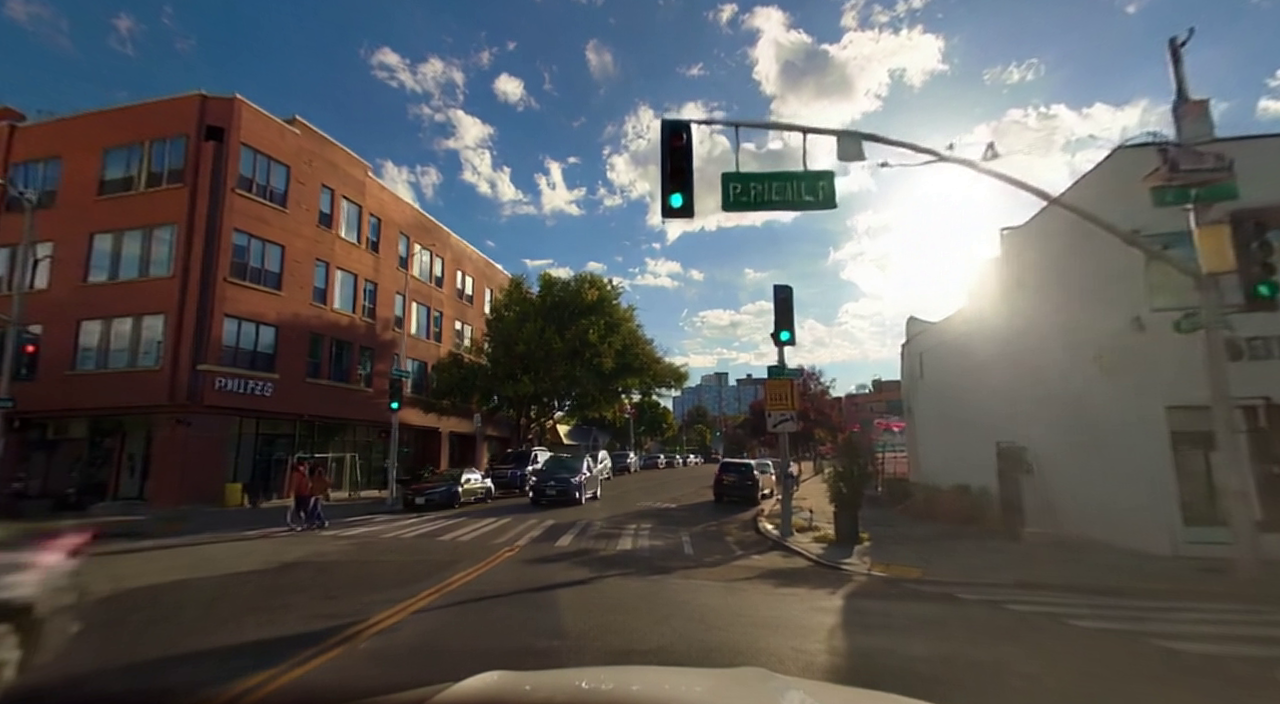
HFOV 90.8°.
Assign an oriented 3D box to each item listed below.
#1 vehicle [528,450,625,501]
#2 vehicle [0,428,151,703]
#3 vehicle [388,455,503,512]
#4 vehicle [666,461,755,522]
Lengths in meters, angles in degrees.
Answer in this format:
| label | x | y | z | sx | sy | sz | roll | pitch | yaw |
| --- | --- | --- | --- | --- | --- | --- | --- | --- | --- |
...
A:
| label | x | y | z | sx | sy | sz | roll | pitch | yaw |
| --- | --- | --- | --- | --- | --- | --- | --- | --- | --- |
| vehicle | -2.277 | 4.660 | 24.364 | 2.181 | 1.723 | 4.692 | -3 | -9 | 15 |
| vehicle | -4.214 | 0.931 | 1.731 | 2.119 | 1.485 | 4.472 | -1 | -8 | 1 |
| vehicle | -6.963 | 4.733 | 23.150 | 1.933 | 1.461 | 4.393 | -7 | -7 | 14 |
| vehicle | 2.234 | 4.060 | 18.918 | 1.892 | 1.481 | 4.365 | -3 | -9 | 16 |
